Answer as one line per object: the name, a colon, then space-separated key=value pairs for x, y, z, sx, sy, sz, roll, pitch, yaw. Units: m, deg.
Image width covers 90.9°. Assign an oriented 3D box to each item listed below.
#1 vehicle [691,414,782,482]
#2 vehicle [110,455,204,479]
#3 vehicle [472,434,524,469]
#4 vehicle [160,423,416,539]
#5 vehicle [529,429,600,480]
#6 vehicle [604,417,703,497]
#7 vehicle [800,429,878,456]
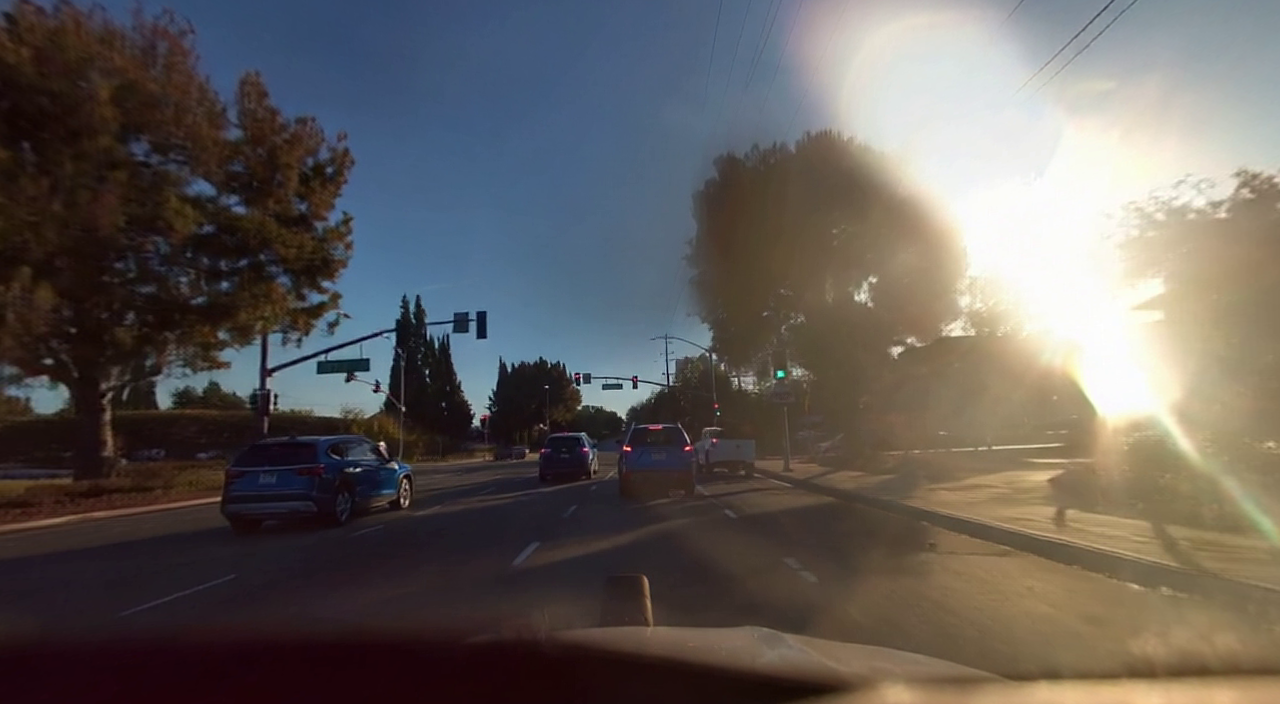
vehicle: x=3.218 y=3.405 z=22.490 sx=2.338 sy=2.063 sz=5.672 roll=0 pitch=-8 yaw=0
vehicle: x=-31.998 y=7.623 z=41.837 sx=4.554 sy=1.449 sz=1.949 roll=0 pitch=-8 yaw=0
vehicle: x=-7.912 y=5.450 z=34.721 sx=2.108 sy=1.689 sz=4.316 roll=1 pitch=-8 yaw=-22
vehicle: x=-5.951 y=2.219 z=11.493 sx=2.052 sy=1.664 sz=4.476 roll=0 pitch=-8 yaw=0
vehicle: x=-2.671 y=3.764 z=23.344 sx=2.058 sy=1.659 sz=4.514 roll=0 pitch=-8 yaw=0
vehicle: x=0.293 y=2.685 z=16.378 sx=2.235 sy=1.778 sz=4.178 roll=0 pitch=-8 yaw=0
vehicle: x=14.410 y=6.583 z=45.788 sx=4.983 sy=1.560 sz=1.841 roll=-4 pitch=-8 yaw=0
